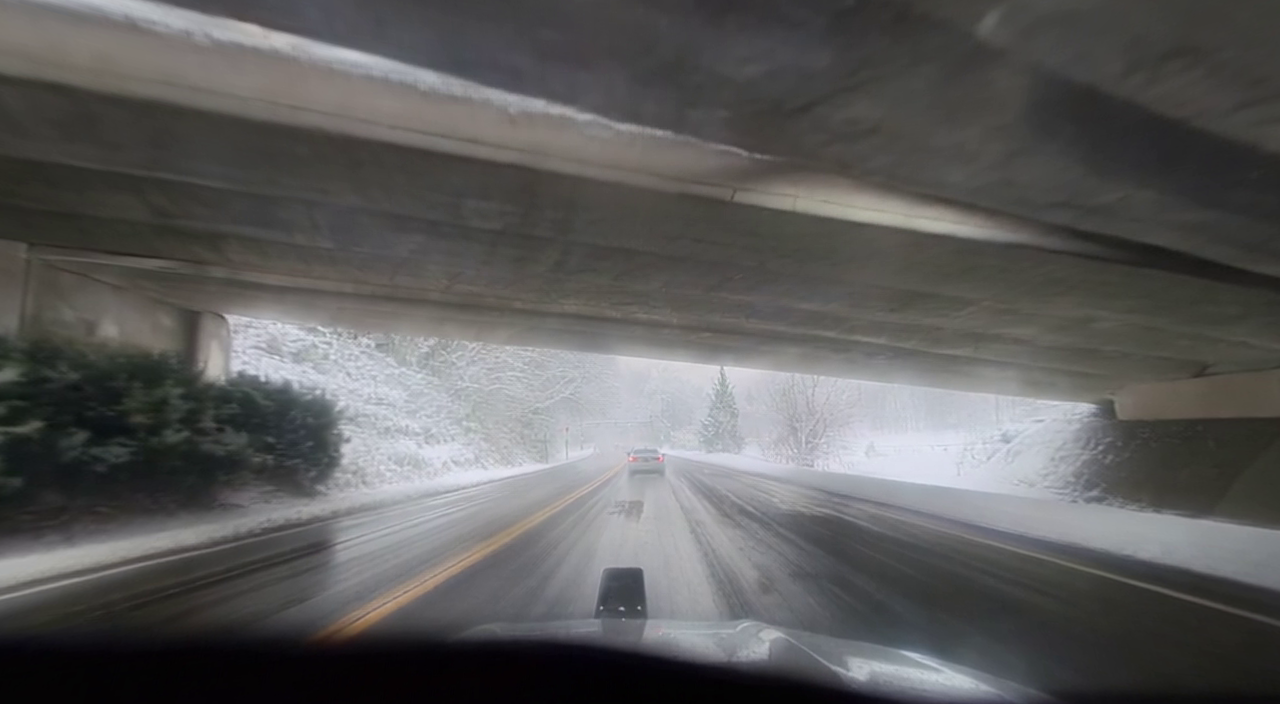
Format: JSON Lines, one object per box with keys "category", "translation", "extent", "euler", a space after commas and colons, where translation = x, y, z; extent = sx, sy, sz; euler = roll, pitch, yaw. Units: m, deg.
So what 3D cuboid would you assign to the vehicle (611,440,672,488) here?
{"category": "vehicle", "translation": [0.076, 4.036, 22.921], "extent": [2.037, 1.601, 3.643], "euler": [0, -9, 1]}
